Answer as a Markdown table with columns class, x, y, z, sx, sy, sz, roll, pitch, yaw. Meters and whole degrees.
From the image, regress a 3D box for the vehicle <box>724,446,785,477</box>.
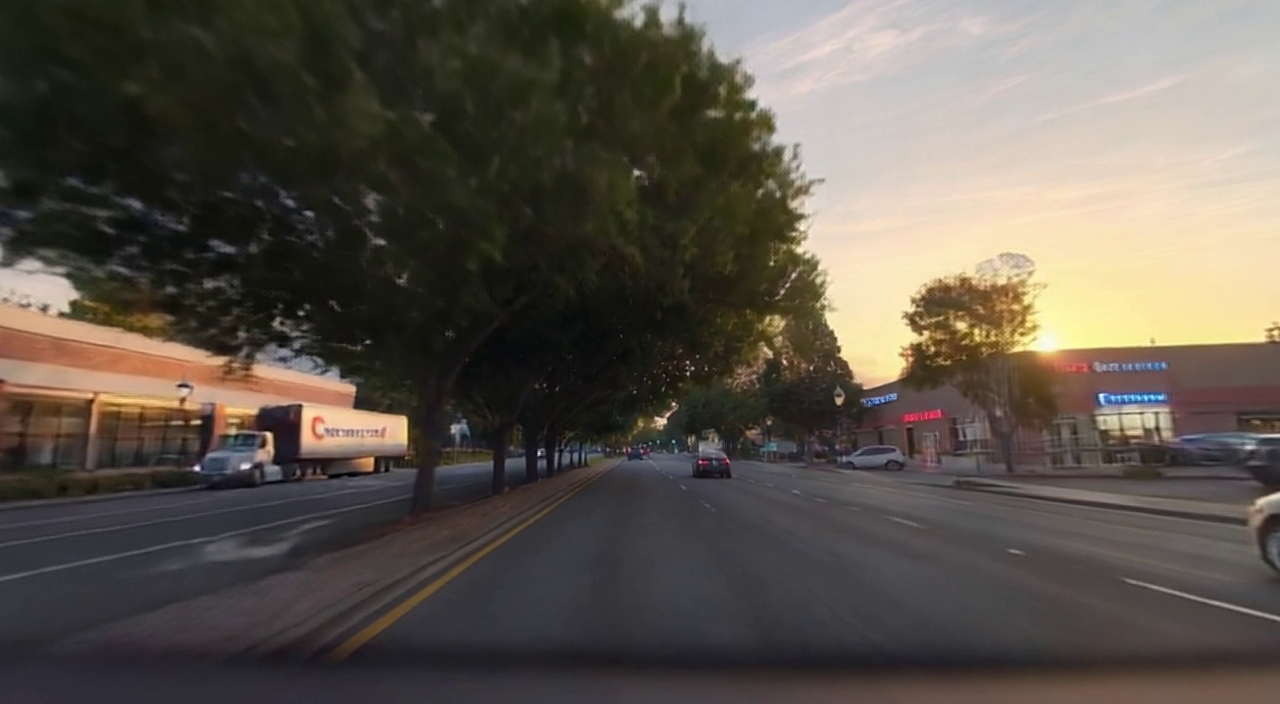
| class | x | y | z | sx | sy | sz | roll | pitch | yaw |
| --- | --- | --- | --- | --- | --- | --- | --- | --- | --- |
| vehicle | 5.885 | 5.677 | 33.148 | 2.150 | 1.485 | 4.919 | 0 | -9 | -2 |

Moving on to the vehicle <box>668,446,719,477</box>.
| class | x | y | z | sx | sy | sz | roll | pitch | yaw |
| --- | --- | --- | --- | --- | --- | --- | --- | --- | --- |
| vehicle | 2.681 | 5.594 | 32.514 | 2.099 | 1.463 | 4.365 | 0 | -9 | -2 |

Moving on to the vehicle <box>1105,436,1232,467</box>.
| class | x | y | z | sx | sy | sz | roll | pitch | yaw |
| --- | --- | --- | --- | --- | --- | --- | --- | --- | --- |
| vehicle | 36.145 | 6.839 | 43.445 | 2.545 | 1.938 | 5.985 | 4 | -10 | -28 |

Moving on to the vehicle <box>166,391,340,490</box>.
| class | x | y | z | sx | sy | sz | roll | pitch | yaw |
| --- | --- | --- | --- | --- | --- | --- | --- | --- | --- |
| vehicle | -19.094 | 4.541 | 32.238 | 3.008 | 4.297 | 9.041 | 0 | -9 | 0 |

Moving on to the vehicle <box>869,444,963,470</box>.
| class | x | y | z | sx | sy | sz | roll | pitch | yaw |
| --- | --- | --- | --- | --- | --- | --- | --- | --- | --- |
| vehicle | 16.637 | 6.341 | 38.284 | 4.679 | 1.448 | 2.178 | 0 | -9 | -4 |
